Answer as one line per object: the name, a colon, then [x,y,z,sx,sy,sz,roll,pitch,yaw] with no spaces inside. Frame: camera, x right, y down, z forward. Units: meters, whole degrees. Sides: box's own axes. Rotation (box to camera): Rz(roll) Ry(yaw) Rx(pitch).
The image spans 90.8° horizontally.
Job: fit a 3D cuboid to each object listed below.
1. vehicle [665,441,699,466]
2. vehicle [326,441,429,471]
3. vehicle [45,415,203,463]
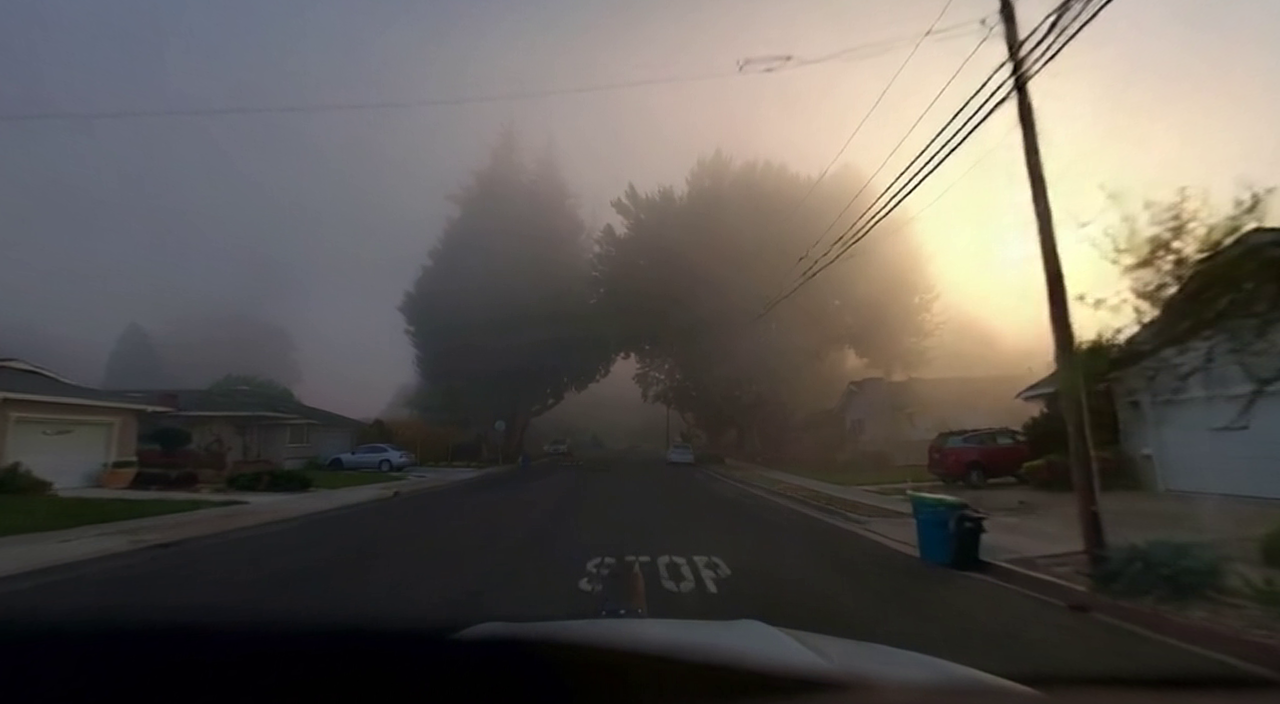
vehicle: [2.740,6.706,41.793,1.975,1.528,4.000,0,-8,0]
vehicle: [-13.722,5.456,33.259,4.572,1.522,1.999,1,-8,-5]
vehicle: [-18.900,3.221,23.311,4.093,1.661,1.765,0,-8,-5]
